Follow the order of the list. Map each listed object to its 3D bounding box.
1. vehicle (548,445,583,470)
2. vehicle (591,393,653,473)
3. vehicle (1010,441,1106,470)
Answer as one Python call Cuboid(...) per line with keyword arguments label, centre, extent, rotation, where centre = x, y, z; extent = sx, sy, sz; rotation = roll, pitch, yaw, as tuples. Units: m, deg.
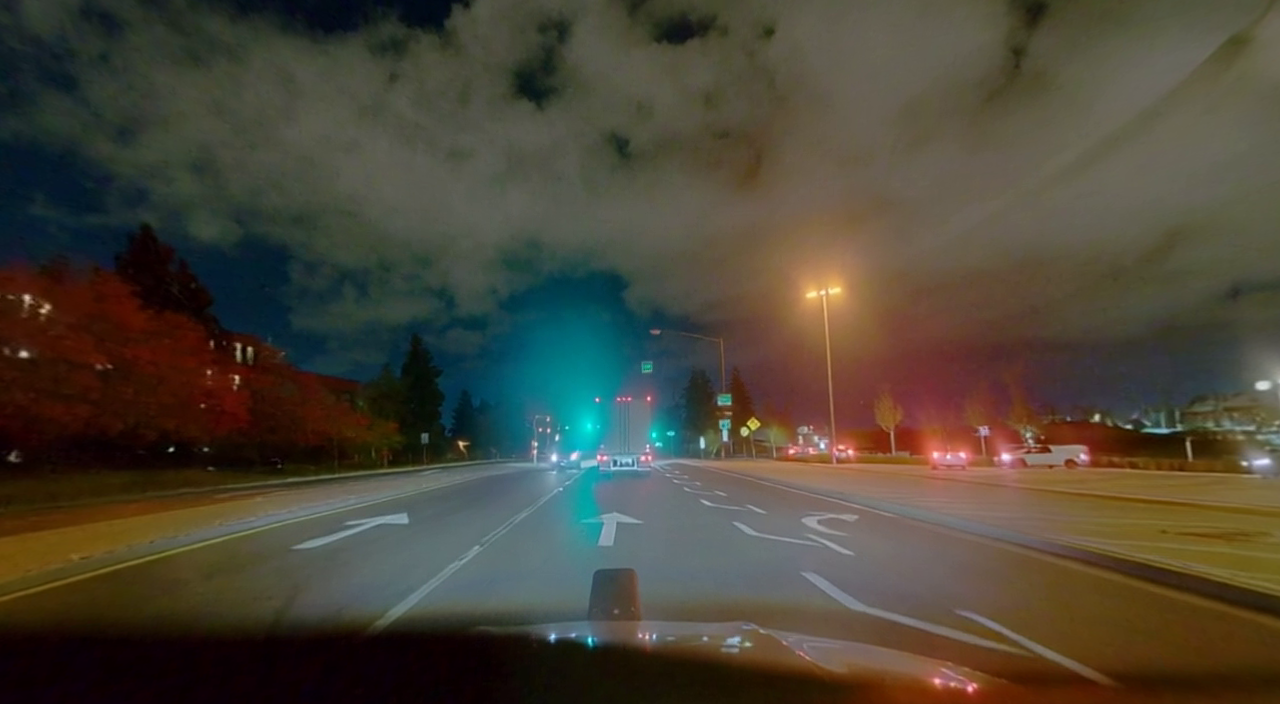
Cuboid(label="vehicle", centre=(-4.787, 6.828, 40.905), extent=(1.917, 1.462, 3.878), rotation=(0, -8, -1))
Cuboid(label="vehicle", centre=(-0.978, 4.409, 34.204), extent=(2.876, 3.724, 9.351), rotation=(0, -8, -2))
Cuboid(label="vehicle", centre=(28.990, 7.153, 43.893), extent=(5.139, 1.889, 1.953), rotation=(-4, -8, 23))
